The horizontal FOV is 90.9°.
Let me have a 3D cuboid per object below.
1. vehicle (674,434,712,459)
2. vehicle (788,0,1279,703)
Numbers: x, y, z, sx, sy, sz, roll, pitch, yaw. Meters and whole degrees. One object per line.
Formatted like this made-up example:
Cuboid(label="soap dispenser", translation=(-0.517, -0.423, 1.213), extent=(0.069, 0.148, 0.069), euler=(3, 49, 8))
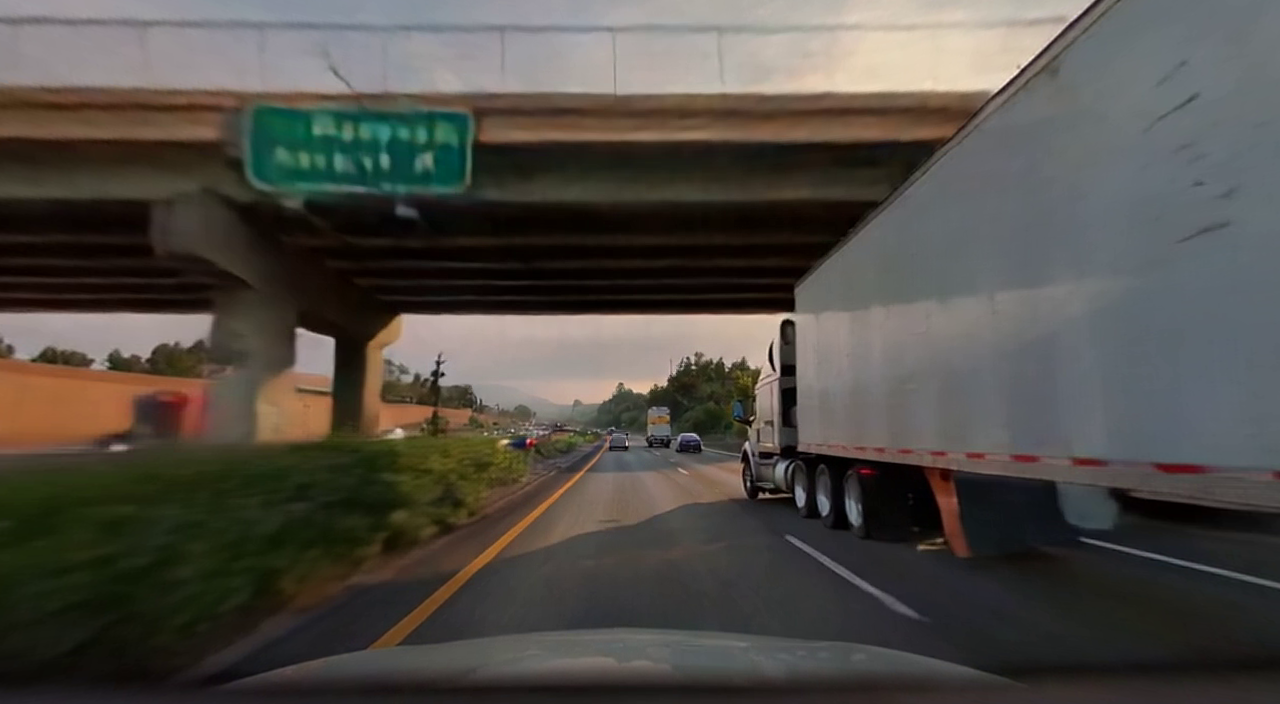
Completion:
Cuboid(label="vehicle", translation=(3.237, 5.886, 39.377), extent=(1.813, 1.454, 4.197), euler=(0, -7, -2))
Cuboid(label="vehicle", translation=(4.290, -0.166, 4.160), extent=(2.965, 4.033, 14.299), euler=(0, -7, -1))
